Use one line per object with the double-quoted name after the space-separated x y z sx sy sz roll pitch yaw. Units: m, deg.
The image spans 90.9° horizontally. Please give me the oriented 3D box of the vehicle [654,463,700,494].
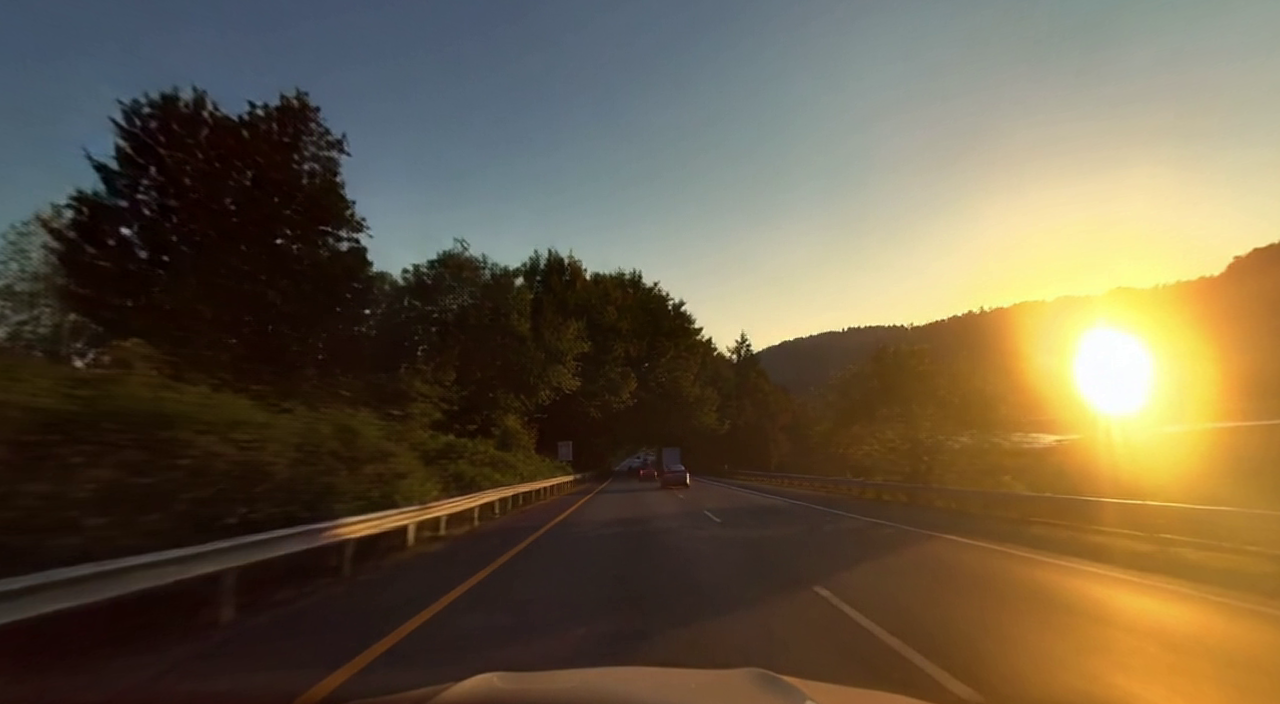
1.851 6.553 32.762 1.976 1.467 3.783 1 -11 -3 "vehicle"
